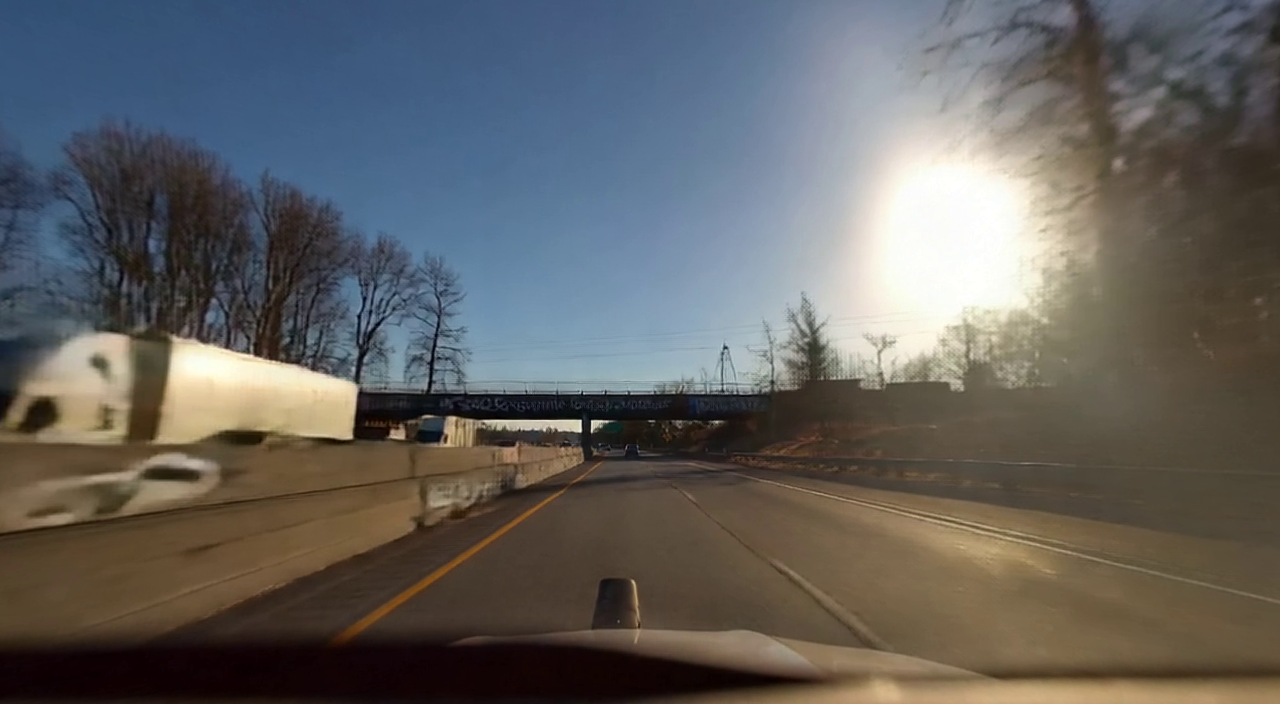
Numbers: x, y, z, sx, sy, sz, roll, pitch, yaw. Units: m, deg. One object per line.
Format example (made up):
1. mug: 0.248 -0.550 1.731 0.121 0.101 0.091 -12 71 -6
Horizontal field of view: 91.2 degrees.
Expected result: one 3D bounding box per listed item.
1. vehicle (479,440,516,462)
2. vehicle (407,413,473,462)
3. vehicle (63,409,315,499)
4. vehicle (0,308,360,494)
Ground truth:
1. vehicle: -10.316 7.223 45.607 1.857 1.490 4.145 0 -9 -2
2. vehicle: -15.180 6.658 48.205 2.751 3.441 7.312 0 -9 -2
3. vehicle: -9.346 2.196 13.657 2.046 1.609 4.642 0 -9 -1
4. vehicle: -13.728 2.115 20.688 2.885 4.088 13.949 0 -9 -2
